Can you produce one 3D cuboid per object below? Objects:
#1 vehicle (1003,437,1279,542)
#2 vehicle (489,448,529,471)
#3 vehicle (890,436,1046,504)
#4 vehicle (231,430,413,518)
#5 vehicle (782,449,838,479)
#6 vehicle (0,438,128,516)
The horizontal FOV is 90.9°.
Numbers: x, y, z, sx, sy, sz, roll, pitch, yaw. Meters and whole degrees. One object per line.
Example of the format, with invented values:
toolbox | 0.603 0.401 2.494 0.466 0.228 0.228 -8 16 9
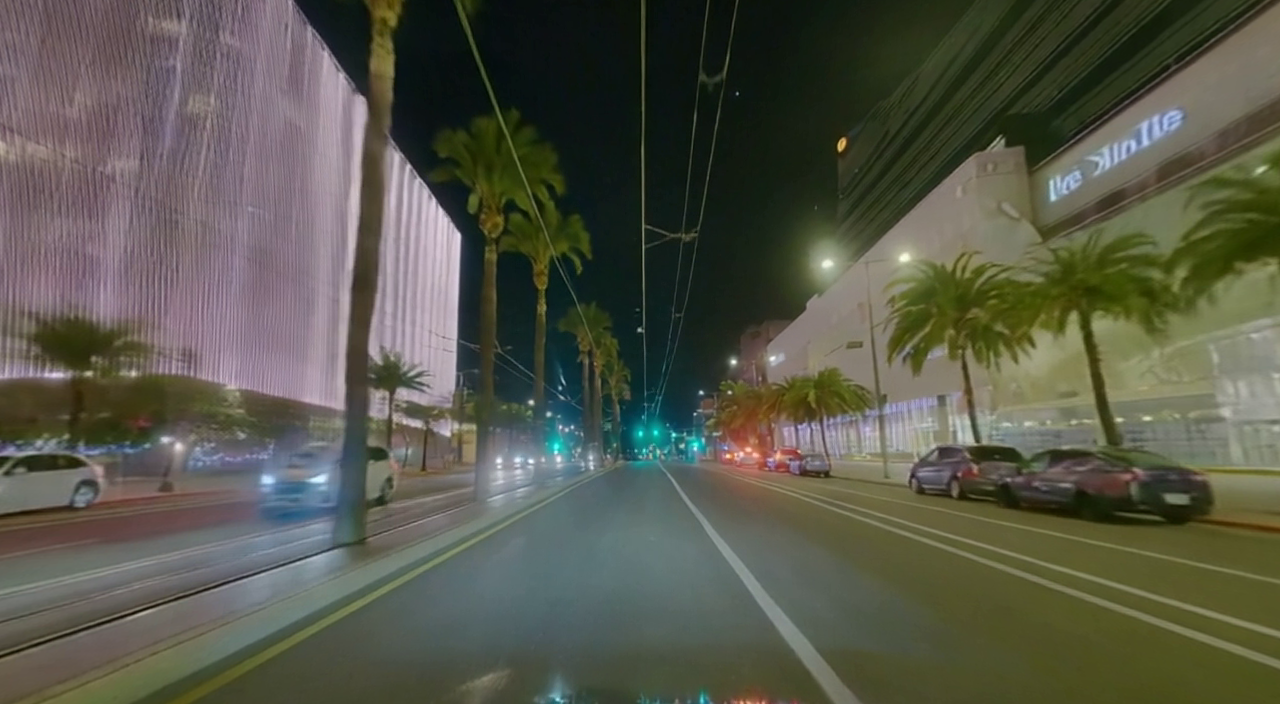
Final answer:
vehicle | 8.660 2.283 11.164 1.816 1.488 4.102 1 -9 -3
vehicle | -10.233 8.398 49.571 2.042 1.716 4.634 0 -9 2
vehicle | 8.707 3.155 17.230 1.878 1.605 4.242 0 -9 -2
vehicle | -7.504 2.909 15.548 2.032 1.824 4.557 0 -9 1
vehicle | 8.890 5.876 33.300 1.733 1.468 4.326 0 -9 0
vehicle | -16.022 3.109 15.895 1.971 1.818 4.851 0 -9 2
